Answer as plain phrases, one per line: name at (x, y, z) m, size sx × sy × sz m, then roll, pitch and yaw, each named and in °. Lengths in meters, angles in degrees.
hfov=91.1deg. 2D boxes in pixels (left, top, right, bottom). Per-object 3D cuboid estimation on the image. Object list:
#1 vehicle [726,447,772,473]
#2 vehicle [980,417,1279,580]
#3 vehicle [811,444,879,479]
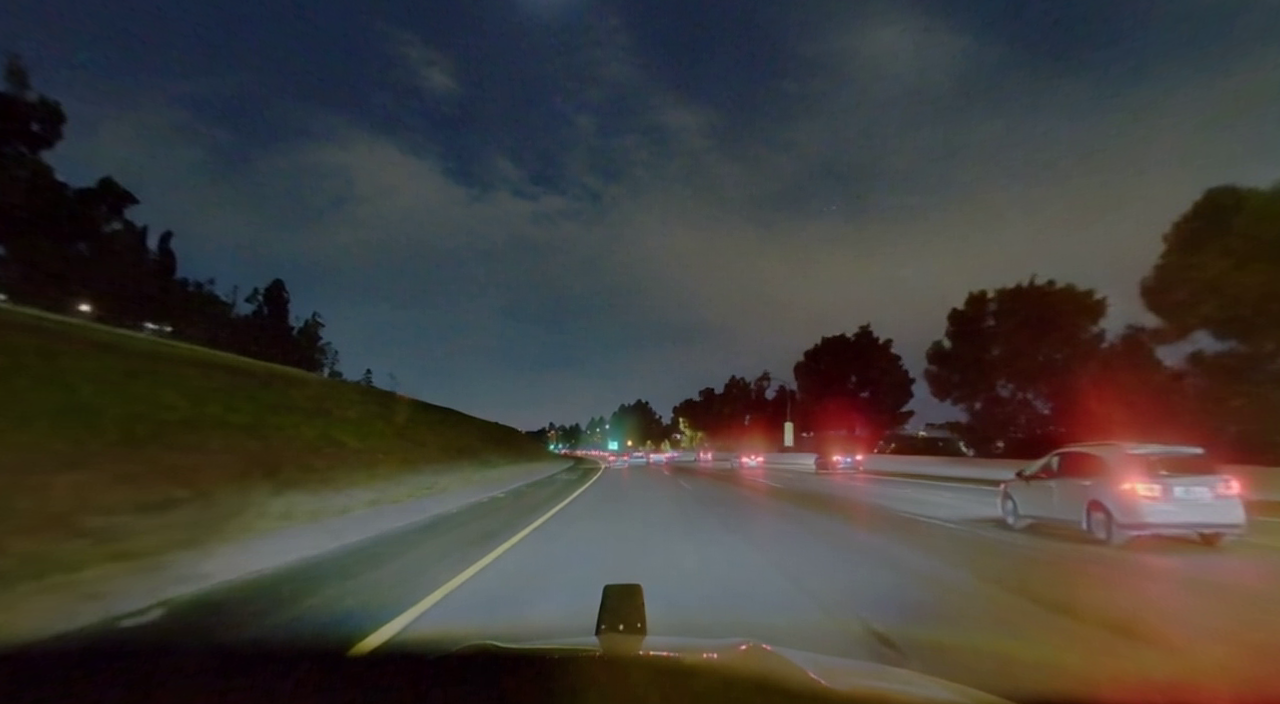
vehicle at (6.494, 6.464, 37.789) m, size 1.940 × 1.482 × 3.644 m, roll 1°, pitch -8°, yaw -3°
vehicle at (7.246, 1.896, 9.001) m, size 2.048 × 1.697 × 4.689 m, roll 1°, pitch -8°, yaw -1°
vehicle at (10.444, 5.577, 32.323) m, size 1.986 × 1.644 × 4.126 m, roll 1°, pitch -8°, yaw -2°
